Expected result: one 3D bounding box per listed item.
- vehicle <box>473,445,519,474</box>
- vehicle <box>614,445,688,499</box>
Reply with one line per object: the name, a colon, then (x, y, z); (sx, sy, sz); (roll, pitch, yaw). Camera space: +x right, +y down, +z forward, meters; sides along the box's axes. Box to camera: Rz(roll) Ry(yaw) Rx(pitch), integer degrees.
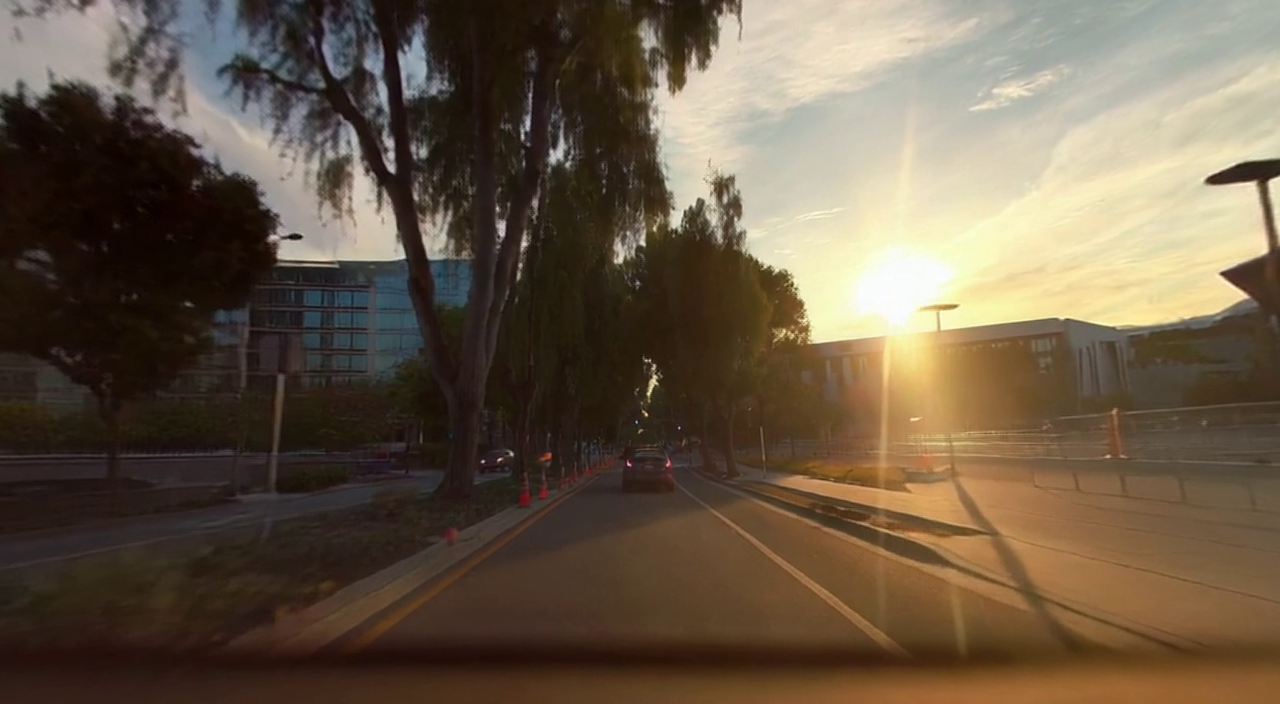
vehicle: (-11.228, 8.395, 49.599); (2.349, 2.106, 5.464); (0, -9, 0)
vehicle: (0.342, 3.767, 20.274); (2.114, 1.493, 4.430); (0, -9, 1)
